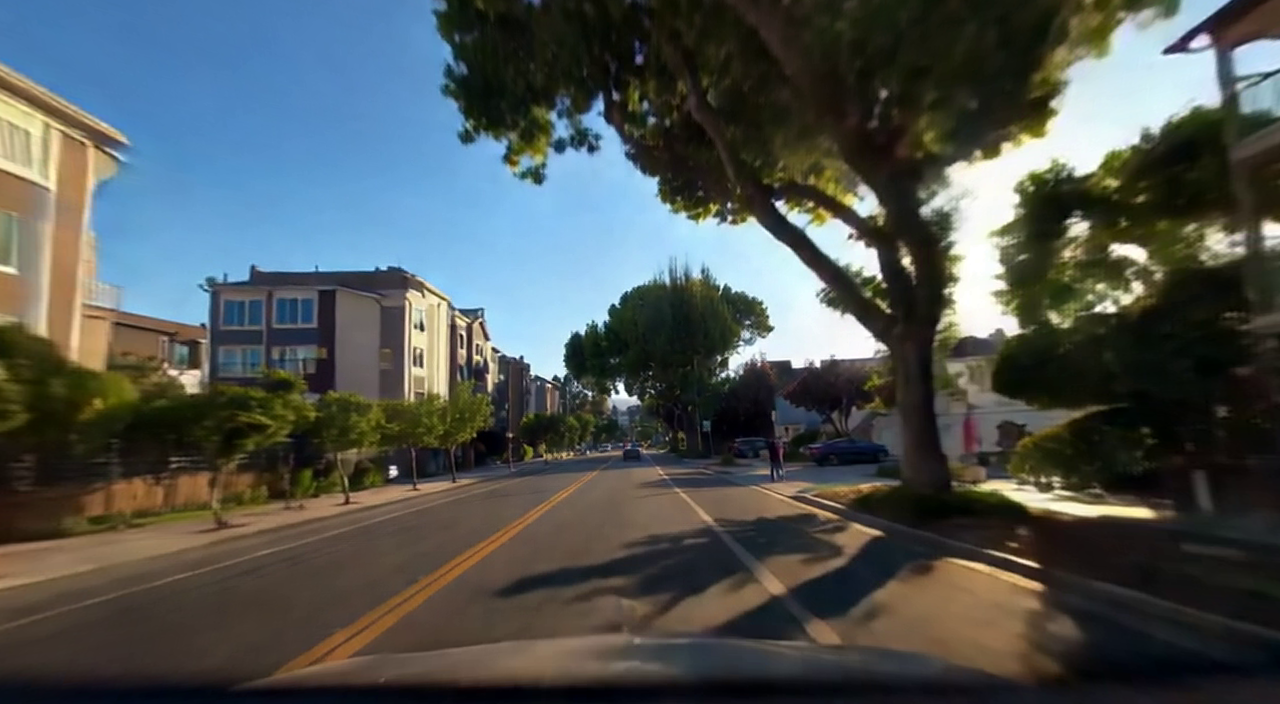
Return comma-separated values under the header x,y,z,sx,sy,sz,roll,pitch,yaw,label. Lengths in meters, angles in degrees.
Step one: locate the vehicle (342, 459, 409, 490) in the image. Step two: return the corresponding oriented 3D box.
x,y,z,sx,sy,sz,roll,pitch,yaw,label
-15.480,7.181,37.262,2.124,1.538,4.237,-1,-8,0,vehicle
